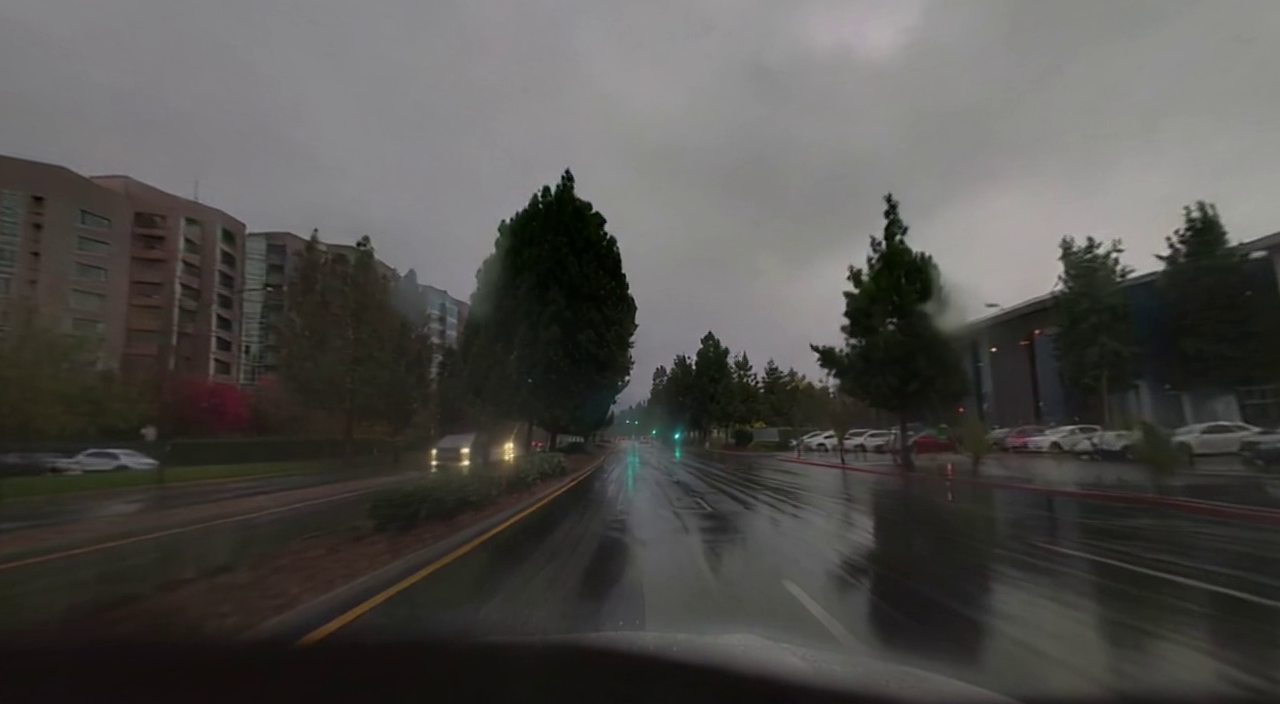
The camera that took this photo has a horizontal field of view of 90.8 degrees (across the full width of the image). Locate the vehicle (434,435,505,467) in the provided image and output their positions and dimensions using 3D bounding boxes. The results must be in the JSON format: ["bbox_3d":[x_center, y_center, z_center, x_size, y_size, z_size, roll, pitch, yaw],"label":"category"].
[{"bbox_3d":[-10.293,5.909,37.940,4.497,1.774,1.958,-8,-11,42],"label":"vehicle"}]
